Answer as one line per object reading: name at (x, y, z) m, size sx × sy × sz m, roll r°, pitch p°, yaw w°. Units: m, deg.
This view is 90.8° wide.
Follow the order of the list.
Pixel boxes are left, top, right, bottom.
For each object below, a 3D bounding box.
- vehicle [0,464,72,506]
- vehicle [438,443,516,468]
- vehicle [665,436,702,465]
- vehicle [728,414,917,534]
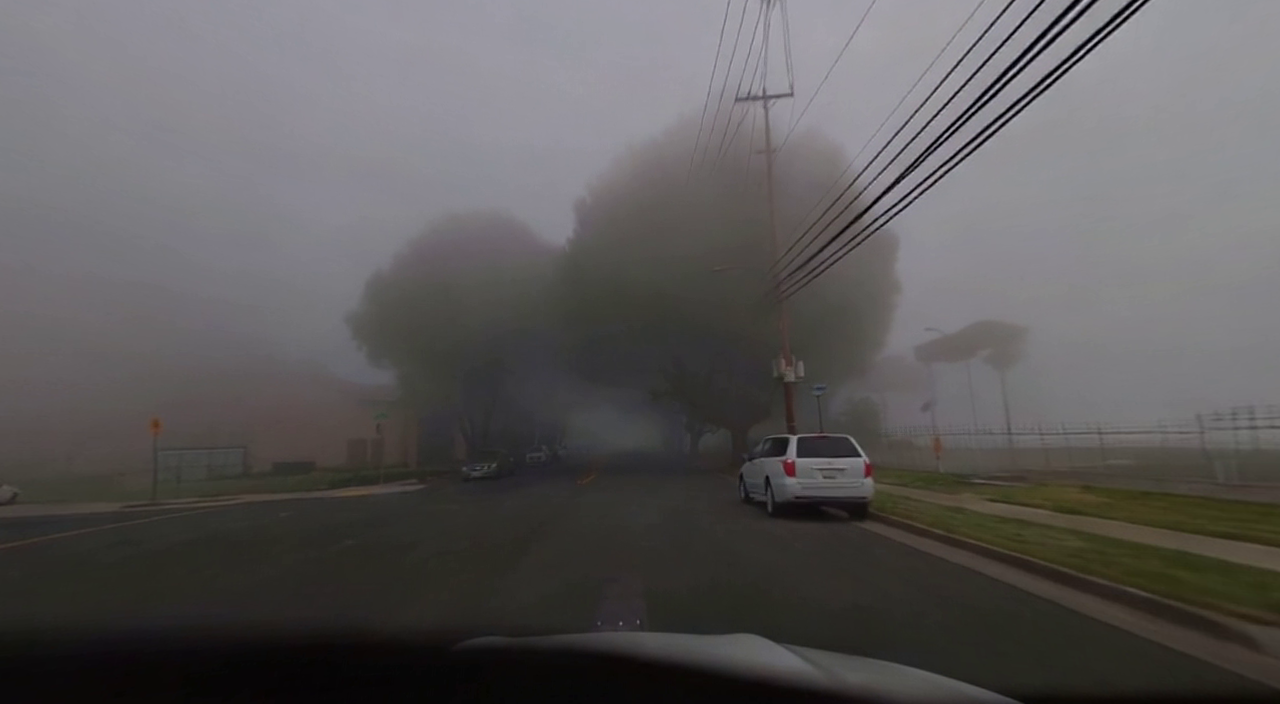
vehicle at (-25.789, 5.408, 25.450) m, size 1.803 × 1.469 × 4.240 m, roll -3°, pitch -7°, yaw 1°
vehicle at (-12.428, 7.898, 48.412) m, size 5.330 × 1.805 × 2.170 m, roll 0°, pitch -9°, yaw -1°
vehicle at (2.979, 6.853, 43.990) m, size 2.120 × 1.869 × 4.773 m, roll 0°, pitch -9°, yaw -2°
vehicle at (3.180, 2.276, 12.419) m, size 2.138 × 1.820 × 5.218 m, roll 0°, pitch -9°, yaw 0°
